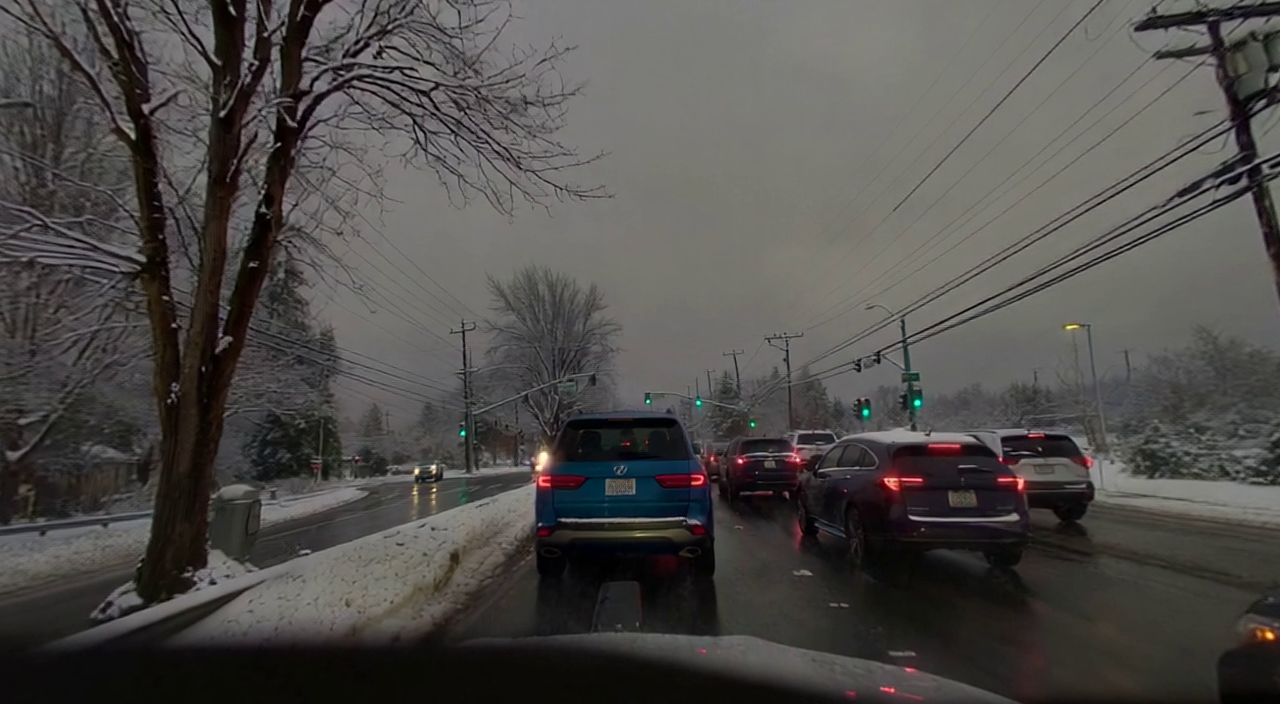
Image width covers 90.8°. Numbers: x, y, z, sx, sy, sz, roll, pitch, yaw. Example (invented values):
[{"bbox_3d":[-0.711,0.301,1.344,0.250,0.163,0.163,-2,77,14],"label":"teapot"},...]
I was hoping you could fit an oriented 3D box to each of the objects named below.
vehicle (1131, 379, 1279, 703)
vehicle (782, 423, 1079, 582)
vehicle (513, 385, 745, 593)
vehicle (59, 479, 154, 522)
[{"bbox_3d":[3.276,0.630,0.753,1.889,1.517,4.308,0,-9,0],"label":"vehicle"},{"bbox_3d":[3.427,1.850,8.621,1.880,1.579,4.401,0,-9,-1],"label":"vehicle"},{"bbox_3d":[-0.135,1.644,8.335,2.231,1.998,4.254,0,-9,-1],"label":"vehicle"},{"bbox_3d":[-26.344,7.329,31.172,4.526,1.715,1.989,-11,-13,29],"label":"vehicle"}]
